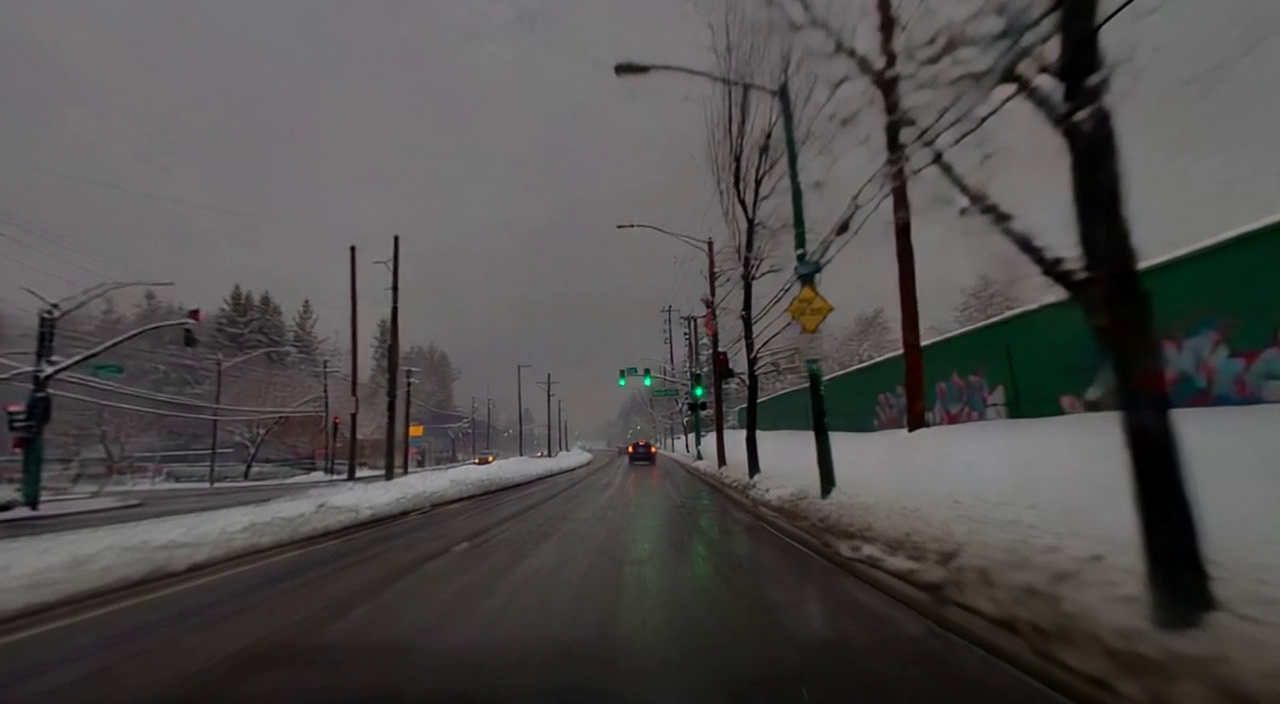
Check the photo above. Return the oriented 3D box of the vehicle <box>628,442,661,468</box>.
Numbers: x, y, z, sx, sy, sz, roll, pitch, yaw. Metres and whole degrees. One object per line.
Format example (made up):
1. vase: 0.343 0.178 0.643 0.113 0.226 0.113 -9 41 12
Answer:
1. vehicle: 0.270 6.823 42.029 2.105 1.611 3.750 0 -9 -1

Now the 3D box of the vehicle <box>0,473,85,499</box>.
1. vehicle: -38.208 8.475 39.958 4.303 1.463 1.877 0 -9 -2
